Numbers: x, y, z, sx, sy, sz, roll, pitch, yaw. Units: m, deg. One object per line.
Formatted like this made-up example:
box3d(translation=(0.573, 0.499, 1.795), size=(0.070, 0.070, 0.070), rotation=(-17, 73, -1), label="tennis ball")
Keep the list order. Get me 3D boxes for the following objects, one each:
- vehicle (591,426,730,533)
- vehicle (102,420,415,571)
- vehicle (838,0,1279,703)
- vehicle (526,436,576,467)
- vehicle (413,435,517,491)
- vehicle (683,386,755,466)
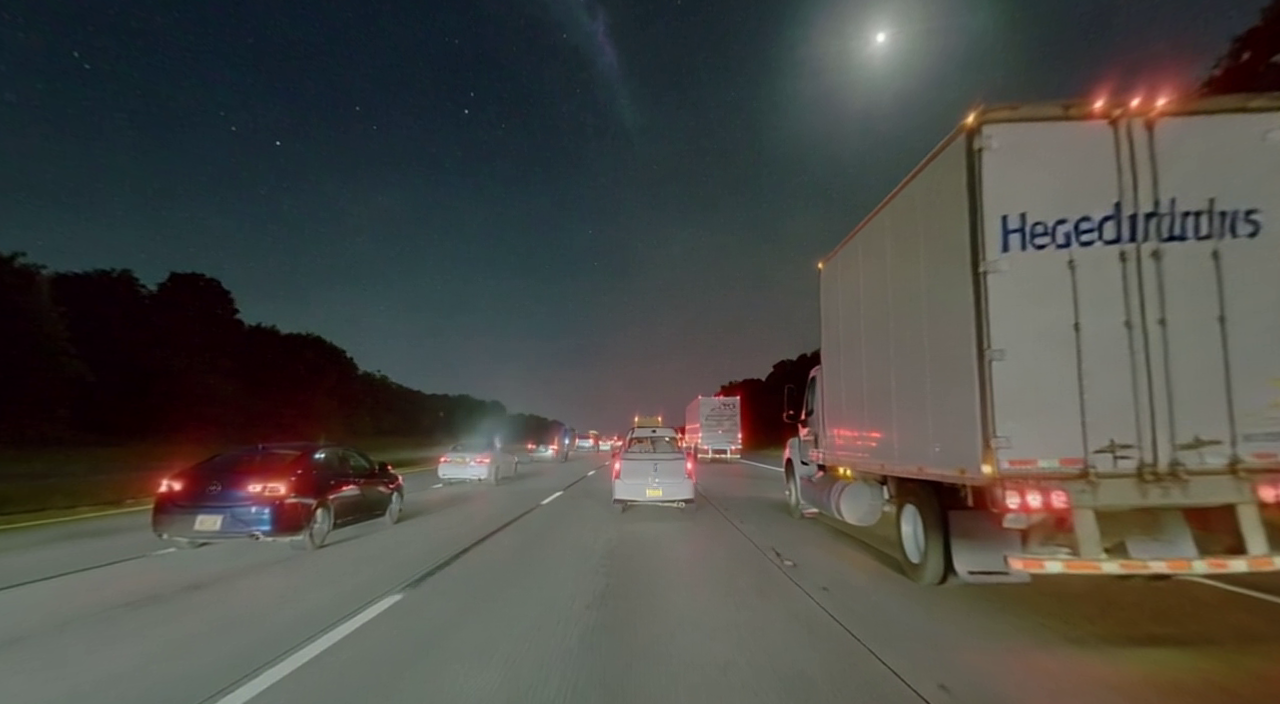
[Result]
box3d(translation=(0.284, 2.056, 10.792), size=(1.973, 1.505, 3.568), rotation=(0, -8, 0), label="vehicle")
box3d(translation=(-4.557, 1.718, 8.321), size=(1.821, 1.514, 3.677), rotation=(0, -8, 0), label="vehicle")
box3d(translation=(4.065, -0.488, 0.833), size=(2.817, 3.989, 14.321), rotation=(0, -8, -1), label="vehicle")
box3d(translation=(-4.598, 5.194, 33.270), size=(1.887, 1.493, 4.411), rotation=(0, -8, 1), label="vehicle")
box3d(translation=(-5.018, 3.205, 18.631), size=(1.880, 1.458, 3.978), rotation=(0, -8, 1), label="vehicle")
box3d(translation=(4.514, 4.762, 39.533), size=(2.892, 4.101, 14.252), rotation=(0, -8, 1), label="vehicle")
